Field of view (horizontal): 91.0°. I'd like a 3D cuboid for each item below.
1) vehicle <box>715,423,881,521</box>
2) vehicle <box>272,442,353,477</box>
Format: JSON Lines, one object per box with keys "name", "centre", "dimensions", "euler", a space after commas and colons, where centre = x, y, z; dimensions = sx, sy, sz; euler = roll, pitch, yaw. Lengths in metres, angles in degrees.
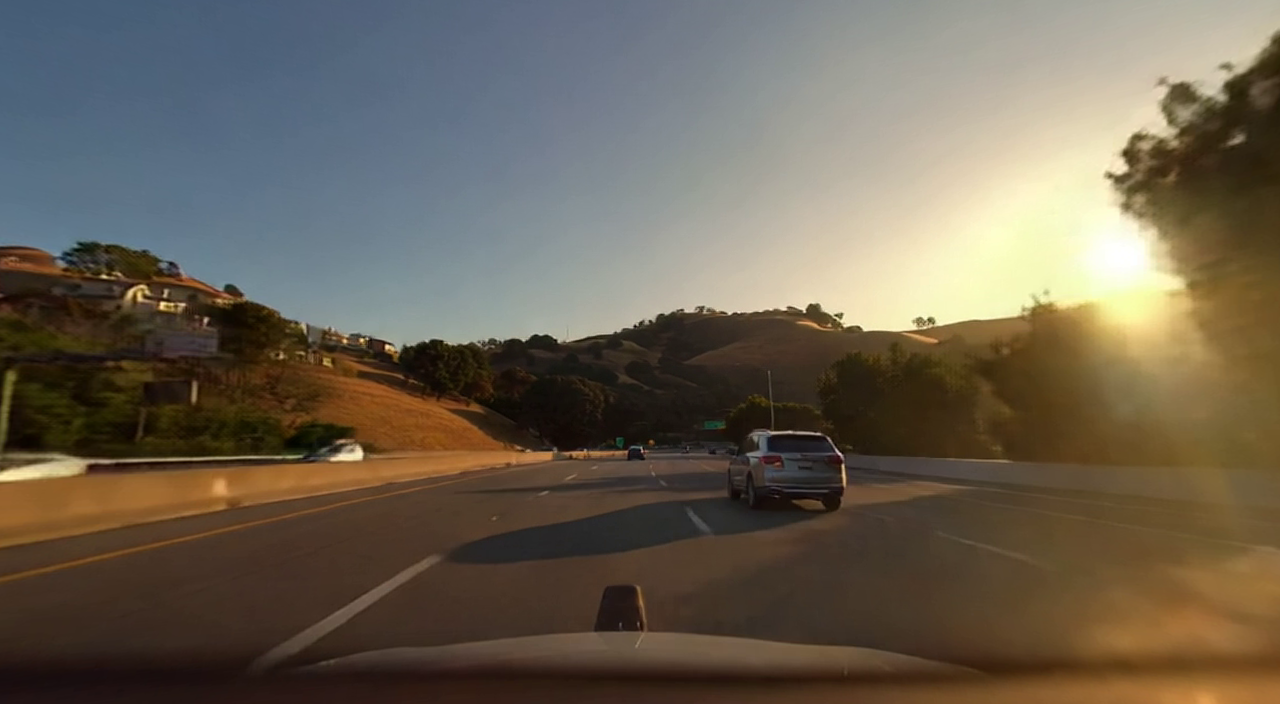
{"name": "vehicle", "centre": [3.183, 2.547, 13.899], "dimensions": [2.318, 1.766, 4.587], "euler": [0, -9, -2]}
{"name": "vehicle", "centre": [-18.756, 6.169, 36.344], "dimensions": [2.051, 1.830, 4.693], "euler": [0, -9, 1]}
